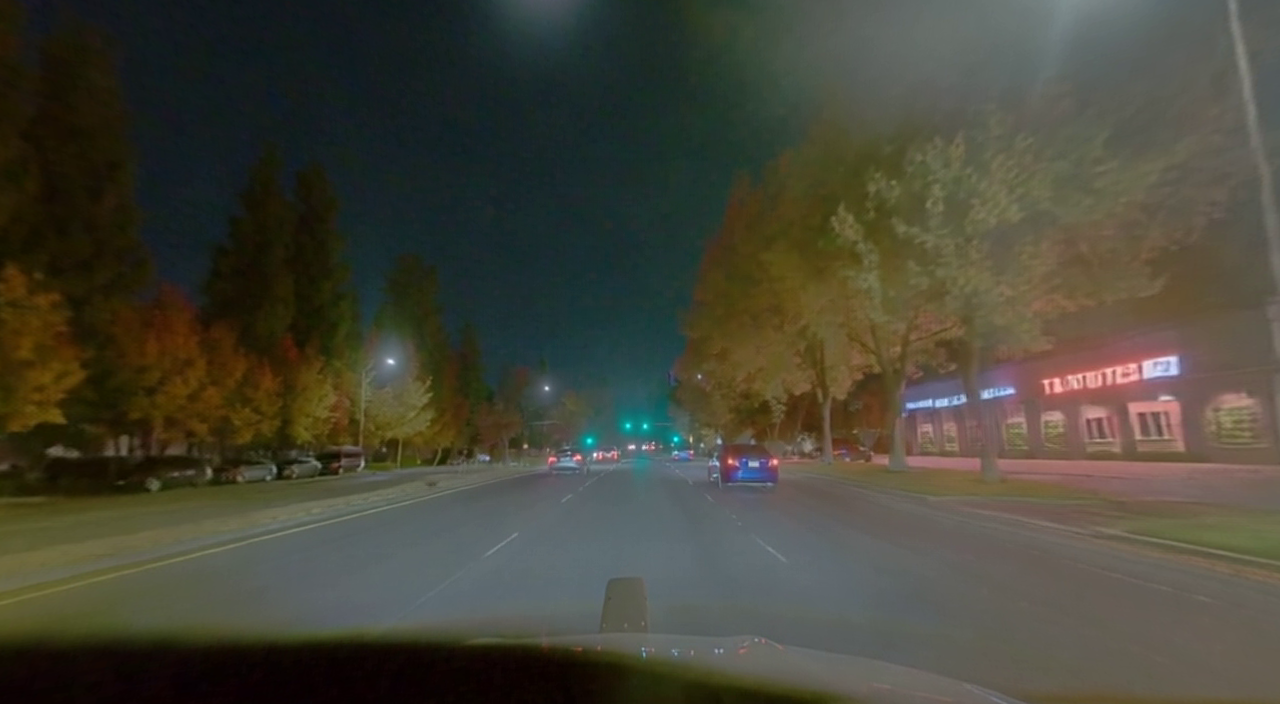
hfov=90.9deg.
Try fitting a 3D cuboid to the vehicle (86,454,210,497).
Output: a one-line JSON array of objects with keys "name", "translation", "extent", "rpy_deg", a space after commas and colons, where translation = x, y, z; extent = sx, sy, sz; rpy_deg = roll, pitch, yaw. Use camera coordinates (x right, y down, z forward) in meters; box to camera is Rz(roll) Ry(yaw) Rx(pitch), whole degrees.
[{"name": "vehicle", "translation": [-22.515, 5.637, 29.138], "extent": [1.918, 1.698, 4.581], "rpy_deg": [-1, -8, 1]}]

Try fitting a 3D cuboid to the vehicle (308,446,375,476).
[{"name": "vehicle", "translation": [-22.270, 8.114, 47.341], "extent": [2.255, 2.117, 5.319], "rpy_deg": [-1, -8, 2]}]

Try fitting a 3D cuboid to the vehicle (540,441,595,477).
[{"name": "vehicle", "translation": [-3.433, 5.127, 30.484], "extent": [2.113, 1.626, 4.129], "rpy_deg": [0, -8, 1]}]

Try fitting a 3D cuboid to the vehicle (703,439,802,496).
[{"name": "vehicle", "translation": [3.166, 3.358, 18.769], "extent": [2.083, 1.474, 4.360], "rpy_deg": [0, -8, -1]}]

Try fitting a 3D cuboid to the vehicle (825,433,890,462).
[{"name": "vehicle", "translation": [16.832, 7.401, 49.109], "extent": [2.160, 2.093, 5.795], "rpy_deg": [1, -9, -10]}]

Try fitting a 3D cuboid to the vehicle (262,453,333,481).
[{"name": "vehicle", "translation": [-22.257, 7.469, 41.182], "extent": [1.887, 1.669, 4.753], "rpy_deg": [0, -8, 1]}]

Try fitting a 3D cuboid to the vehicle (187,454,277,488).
[{"name": "vehicle", "translation": [-22.379, 6.517, 34.806], "extent": [1.794, 1.664, 4.582], "rpy_deg": [0, -8, 1]}]
